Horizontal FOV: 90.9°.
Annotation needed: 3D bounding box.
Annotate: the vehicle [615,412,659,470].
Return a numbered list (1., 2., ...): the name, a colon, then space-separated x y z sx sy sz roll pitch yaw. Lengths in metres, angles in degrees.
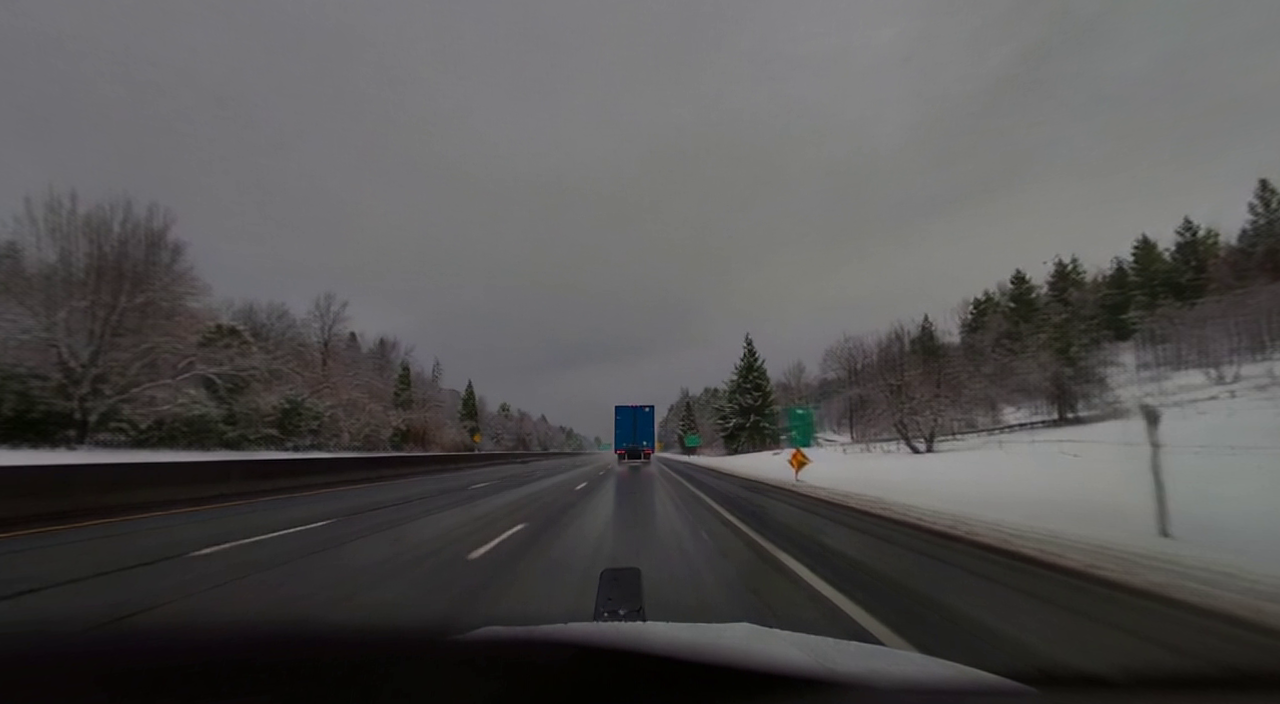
1. vehicle: -0.312 6.901 48.540 2.982 3.947 11.075 0 -9 -1
